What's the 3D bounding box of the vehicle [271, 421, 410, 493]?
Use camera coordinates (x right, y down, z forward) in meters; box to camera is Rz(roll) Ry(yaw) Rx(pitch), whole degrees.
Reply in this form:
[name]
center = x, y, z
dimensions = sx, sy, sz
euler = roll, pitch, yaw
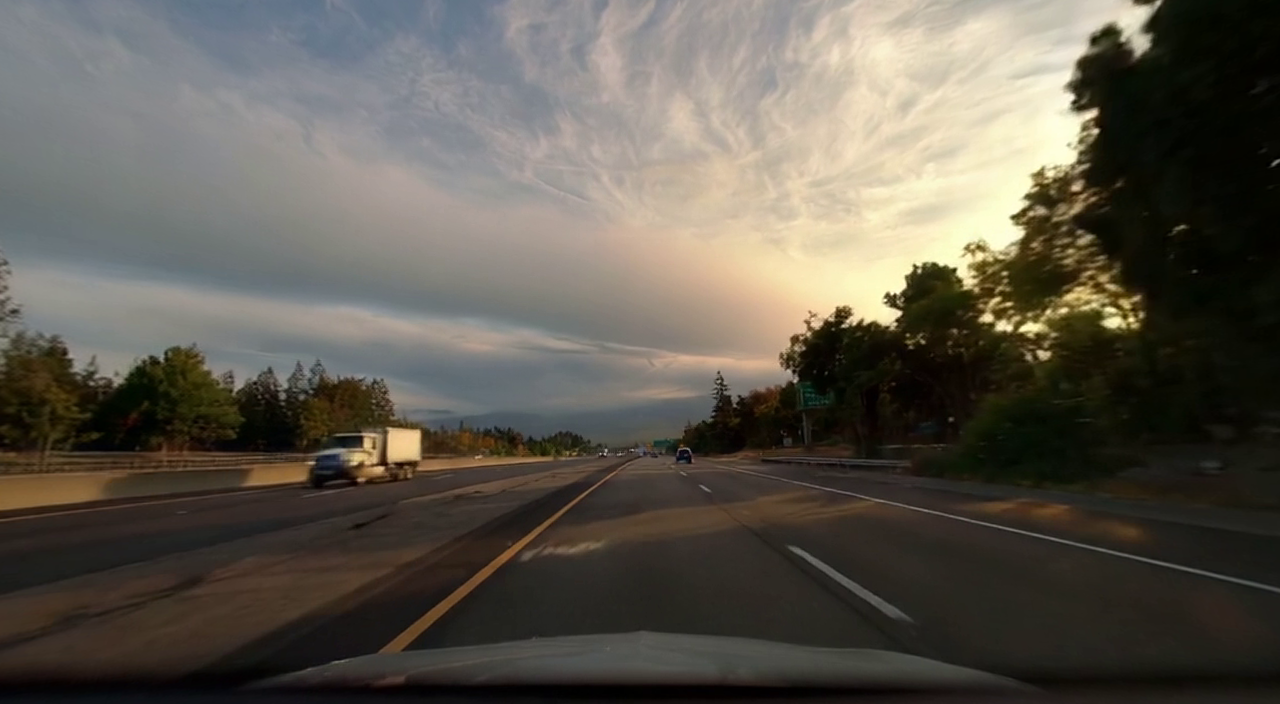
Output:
[vehicle]
center = -12.710, 4.538, 27.551
dimensions = 2.621, 2.749, 6.890
euler = 0, -9, 0
